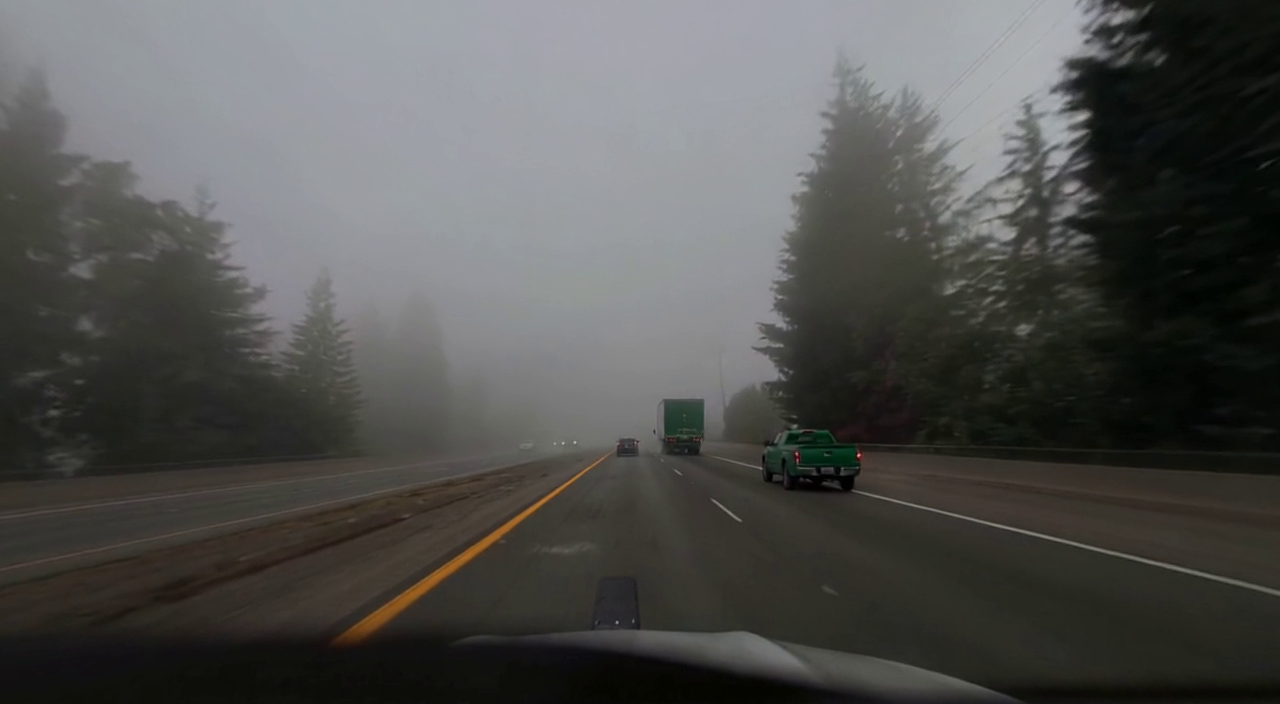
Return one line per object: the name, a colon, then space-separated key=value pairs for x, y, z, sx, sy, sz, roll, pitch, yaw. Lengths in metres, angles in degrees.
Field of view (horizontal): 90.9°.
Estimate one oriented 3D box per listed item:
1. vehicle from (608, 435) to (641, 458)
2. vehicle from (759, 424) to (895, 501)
vehicle: x=-1.019 y=6.354 z=42.490 sx=2.163 sy=1.466 sz=3.693 roll=0 pitch=-8 yaw=-1
vehicle: x=4.241 y=2.548 z=15.016 sx=1.930 sy=1.573 sz=3.853 roll=0 pitch=-8 yaw=-2
